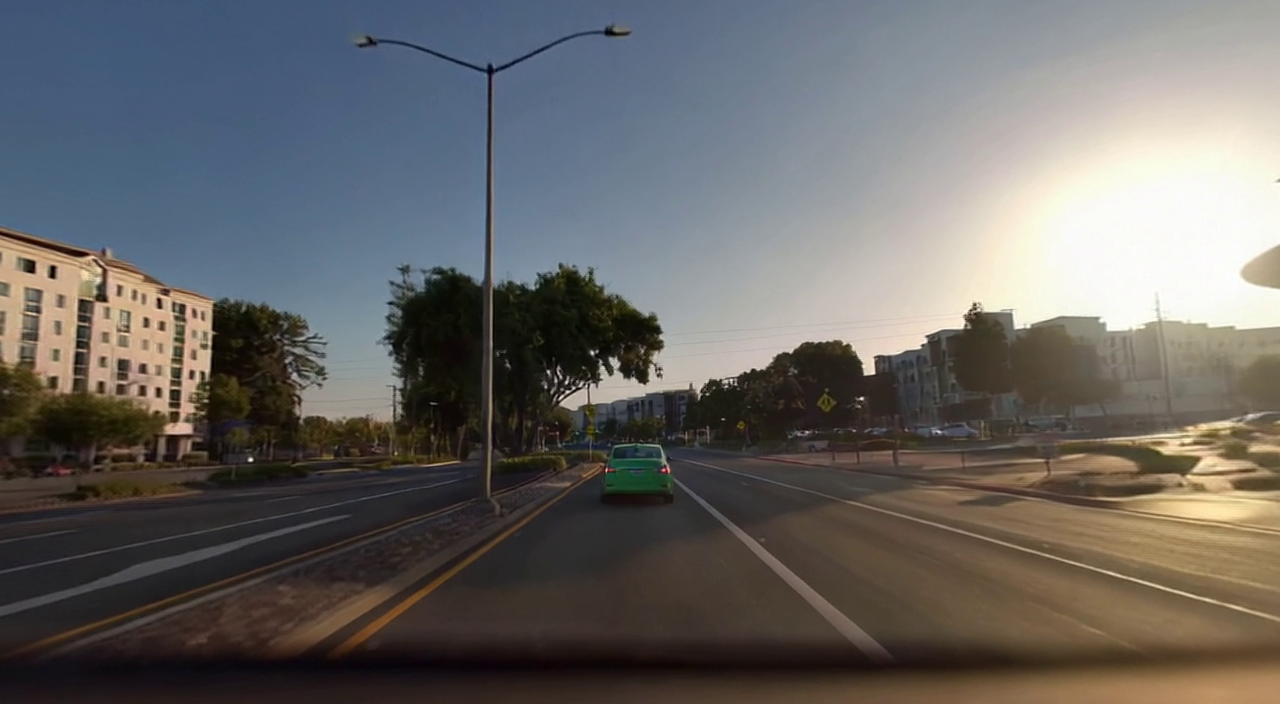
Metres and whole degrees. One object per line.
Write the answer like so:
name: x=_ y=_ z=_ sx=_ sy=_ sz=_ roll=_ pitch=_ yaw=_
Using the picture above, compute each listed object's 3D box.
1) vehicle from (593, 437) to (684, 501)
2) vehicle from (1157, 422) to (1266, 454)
vehicle: x=-0.073 y=3.026 z=16.736 sx=2.126 sy=1.475 sz=3.967 roll=0 pitch=-8 yaw=-1
vehicle: x=32.889 y=5.009 z=36.402 sx=1.868 sy=1.675 sz=4.527 roll=0 pitch=-8 yaw=-3
